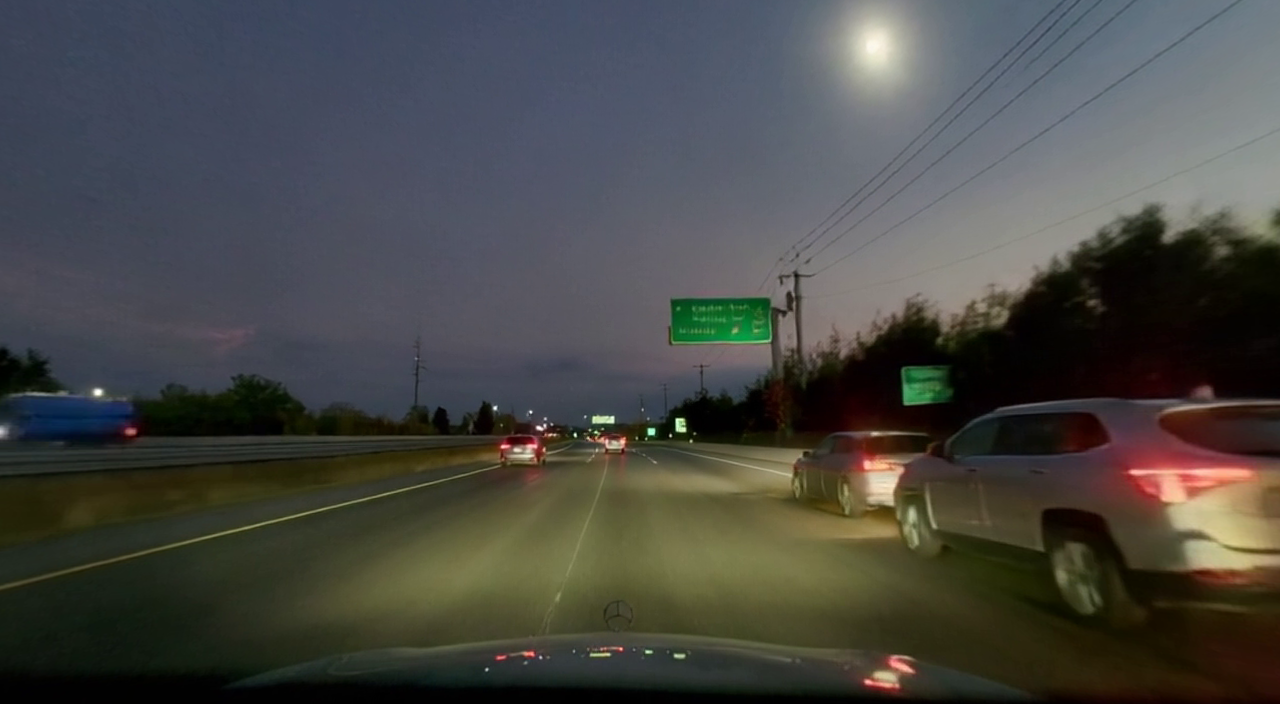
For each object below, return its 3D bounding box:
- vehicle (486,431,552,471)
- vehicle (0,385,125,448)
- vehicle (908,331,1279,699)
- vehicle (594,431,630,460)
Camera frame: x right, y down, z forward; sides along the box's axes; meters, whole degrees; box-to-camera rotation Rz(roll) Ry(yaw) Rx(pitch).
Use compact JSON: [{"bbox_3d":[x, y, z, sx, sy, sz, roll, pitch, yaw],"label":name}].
[{"bbox_3d":[-5.066,4.196,26.999,2.100,1.590,4.077,0,-8,-1],"label":"vehicle"},{"bbox_3d":[-27.675,3.076,28.966,2.473,2.571,6.567,0,-8,-2],"label":"vehicle"},{"bbox_3d":[3.923,1.051,5.012,1.976,1.905,3.263,0,-8,-3],"label":"vehicle"},{"bbox_3d":[-1.748,5.886,39.893,2.159,1.690,3.720,0,-8,-2],"label":"vehicle"}]
